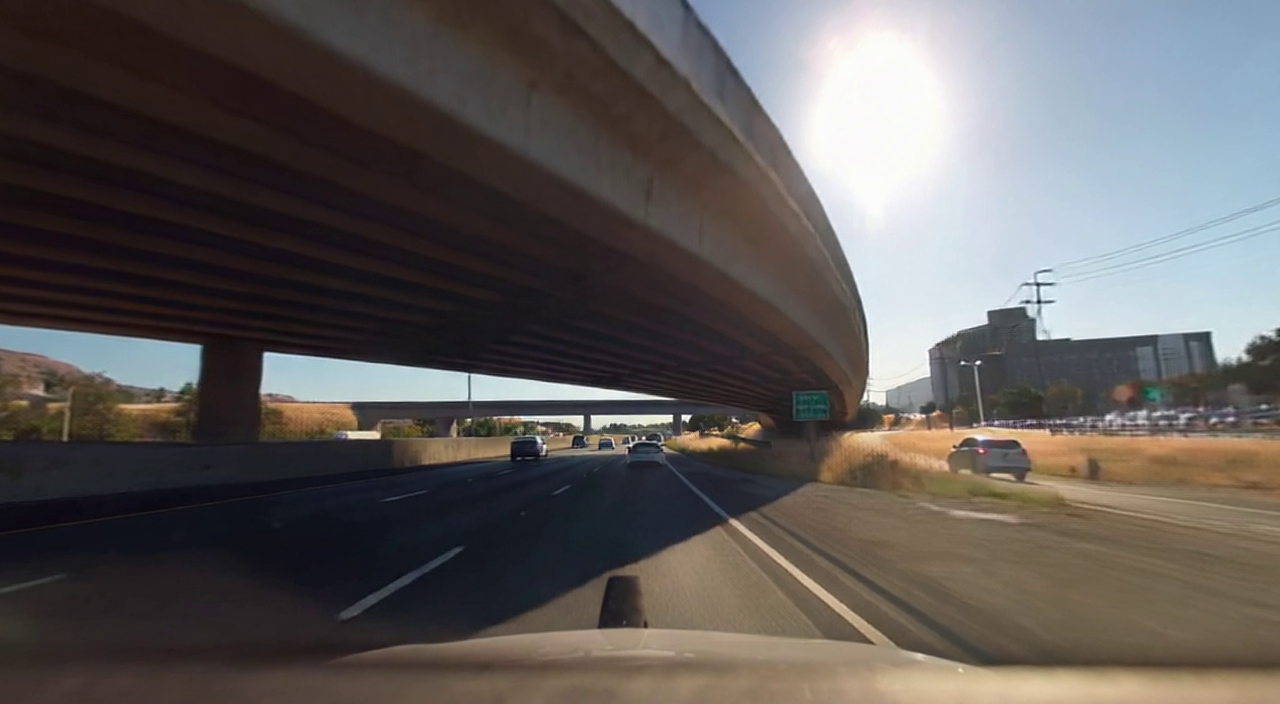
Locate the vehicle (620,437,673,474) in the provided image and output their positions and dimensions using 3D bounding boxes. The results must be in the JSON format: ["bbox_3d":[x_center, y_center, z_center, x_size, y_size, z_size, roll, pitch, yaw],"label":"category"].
[{"bbox_3d":[0.231,4.486,27.556,2.145,1.493,4.146,1,-8,-1],"label":"vehicle"}]

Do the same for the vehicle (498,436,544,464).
[{"bbox_3d":[-7.716,6.412,41.380,2.067,1.682,4.388,0,-8,1],"label":"vehicle"}]

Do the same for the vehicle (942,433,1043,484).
[{"bbox_3d":[13.938,4.199,25.259,2.095,1.674,4.530,3,-8,10],"label":"vehicle"}]
